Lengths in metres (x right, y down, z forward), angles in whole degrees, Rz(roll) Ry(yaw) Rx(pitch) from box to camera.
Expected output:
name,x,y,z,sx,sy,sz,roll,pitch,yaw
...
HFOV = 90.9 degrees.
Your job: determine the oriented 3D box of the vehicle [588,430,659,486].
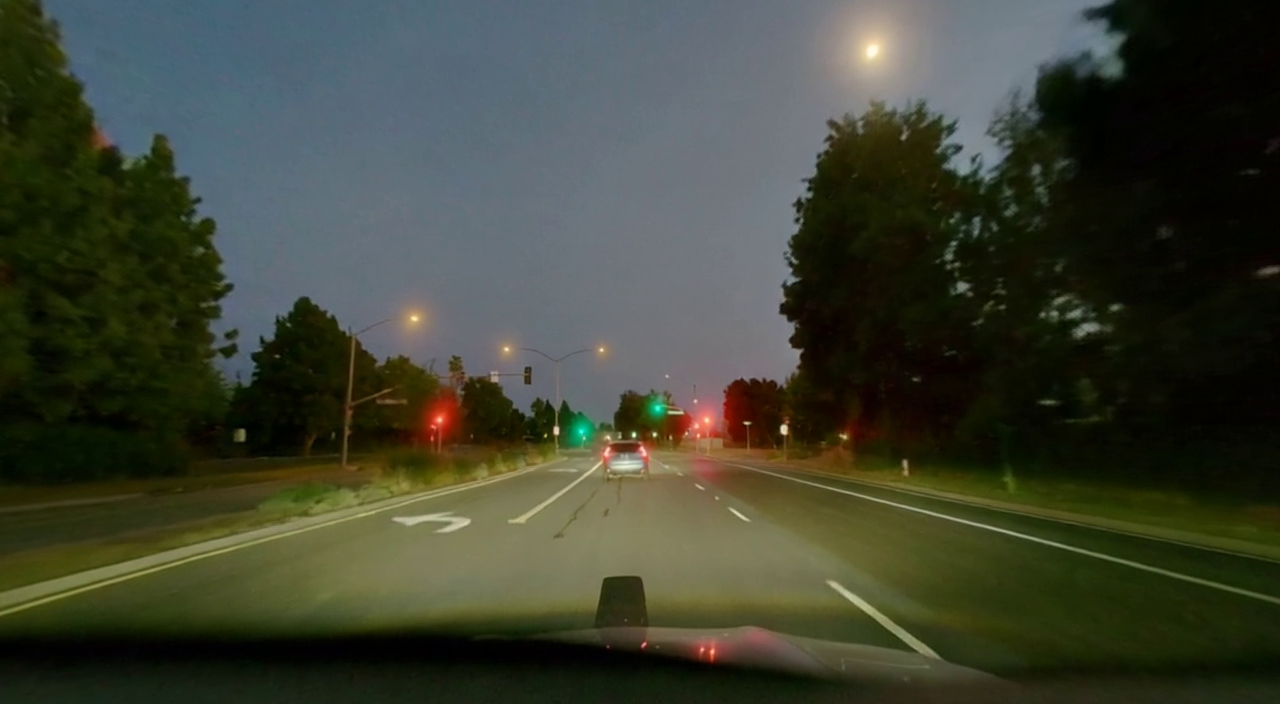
name,x,y,z,sx,sy,sz,roll,pitch,yaw
vehicle,-0.548,3.600,21.656,2.192,1.734,4.176,0,-8,-1
